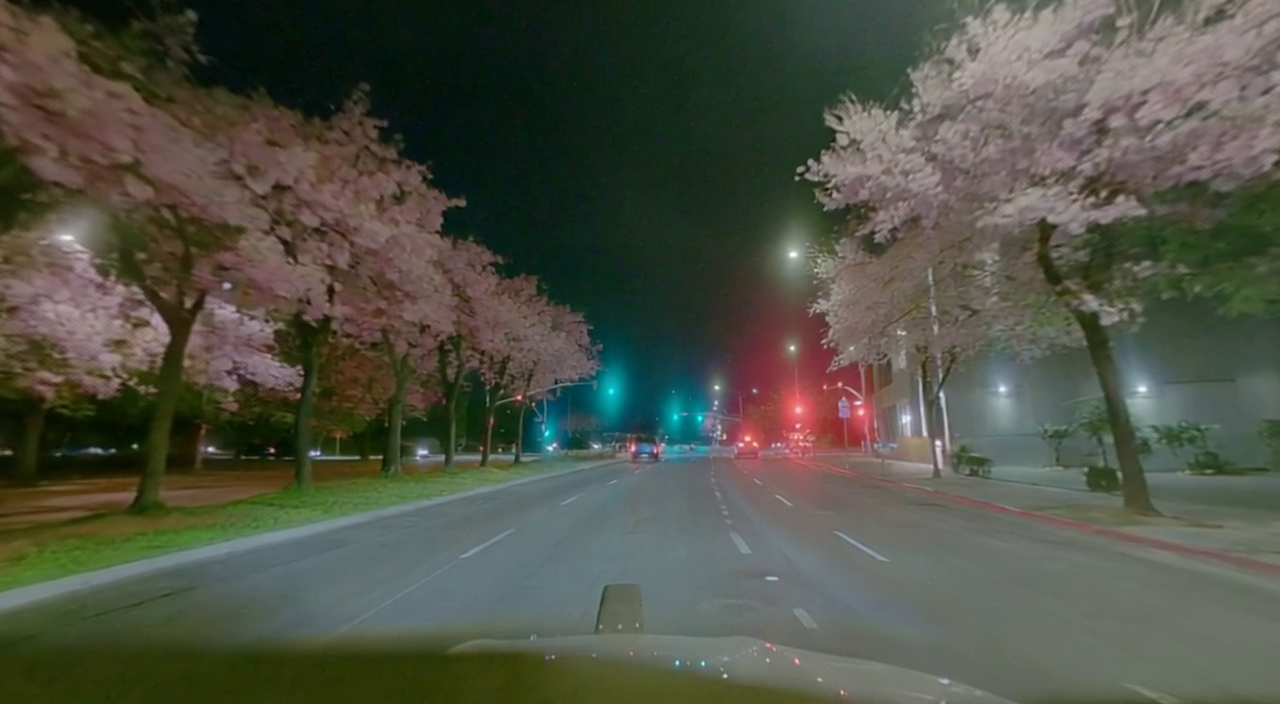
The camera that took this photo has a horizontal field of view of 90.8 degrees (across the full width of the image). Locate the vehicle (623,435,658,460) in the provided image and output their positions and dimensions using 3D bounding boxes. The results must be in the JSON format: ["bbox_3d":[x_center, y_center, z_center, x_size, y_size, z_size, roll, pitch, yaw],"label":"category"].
[{"bbox_3d":[0.087,6.914,45.515,1.995,1.703,4.367,-1,-9,7],"label":"vehicle"}]
